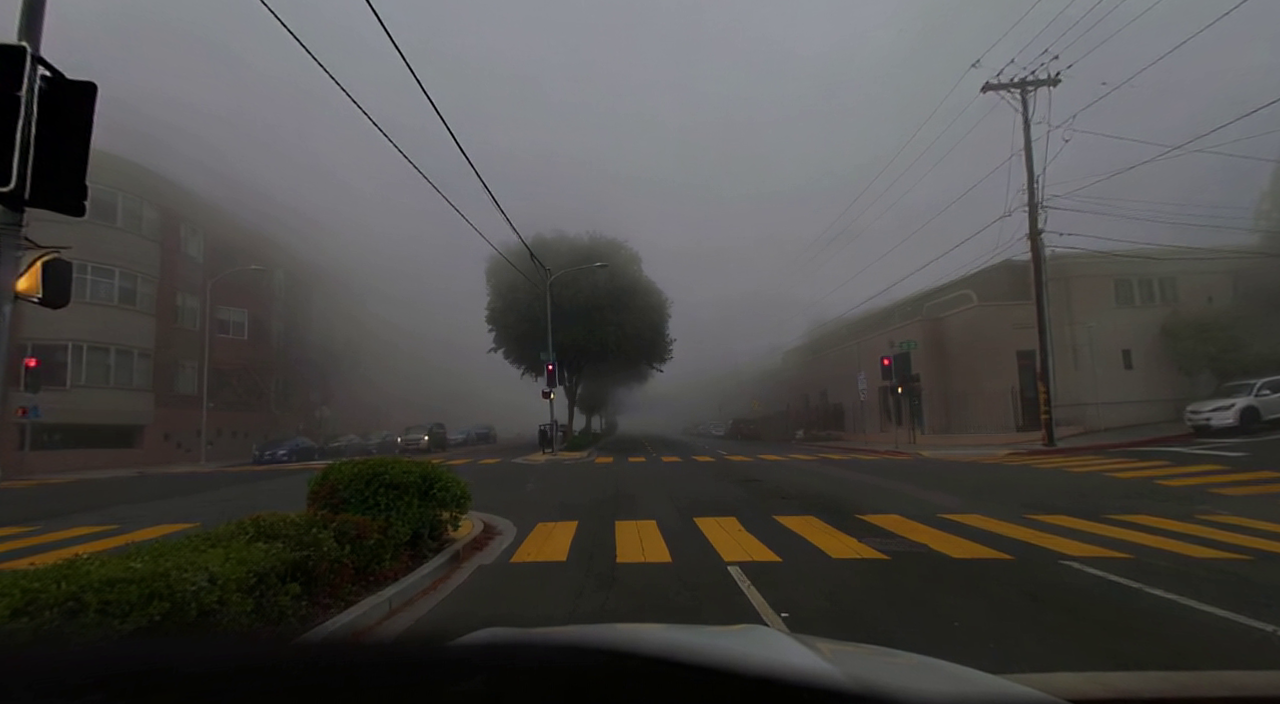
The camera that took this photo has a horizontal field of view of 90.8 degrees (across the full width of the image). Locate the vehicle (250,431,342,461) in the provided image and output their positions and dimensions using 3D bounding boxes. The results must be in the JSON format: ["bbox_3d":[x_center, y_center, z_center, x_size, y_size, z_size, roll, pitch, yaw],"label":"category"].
[{"bbox_3d":[-18.057,4.977,33.518,1.939,1.430,5.533,0,-8,-2],"label":"vehicle"}]

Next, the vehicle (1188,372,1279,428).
[{"bbox_3d":[22.365,1.629,22.228,4.531,1.753,1.964,-2,-2,-5],"label":"vehicle"}]

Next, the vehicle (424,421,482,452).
[{"bbox_3d":[-11.730,5.377,39.946,2.118,1.809,4.591,0,-8,2],"label":"vehicle"}]

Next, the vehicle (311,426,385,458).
[{"bbox_3d":[-18.257,5.682,39.848,2.225,1.871,5.189,0,-8,0],"label":"vehicle"}]
